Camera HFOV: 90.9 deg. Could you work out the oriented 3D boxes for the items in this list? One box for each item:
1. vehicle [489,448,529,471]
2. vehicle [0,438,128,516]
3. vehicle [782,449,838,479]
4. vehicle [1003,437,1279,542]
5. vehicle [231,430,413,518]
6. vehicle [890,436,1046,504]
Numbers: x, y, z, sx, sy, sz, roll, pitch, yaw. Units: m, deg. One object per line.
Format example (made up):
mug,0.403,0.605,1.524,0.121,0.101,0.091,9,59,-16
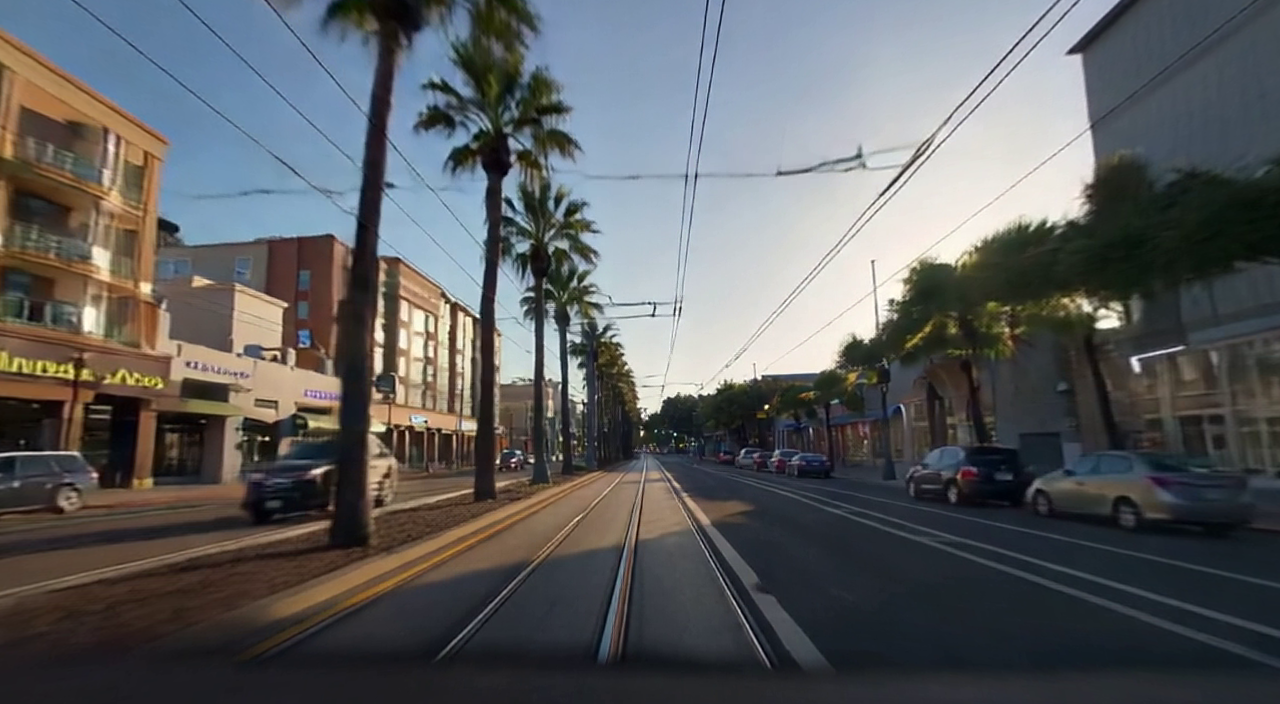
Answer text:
vehicle,-10.233,8.398,49.571,2.042,1.716,4.634,0,-9,2
vehicle,-16.022,3.109,15.895,1.971,1.818,4.851,0,-9,2
vehicle,8.890,5.876,33.300,1.733,1.468,4.326,0,-9,0
vehicle,8.660,2.283,11.164,1.816,1.488,4.102,1,-9,-3
vehicle,-7.504,2.909,15.548,2.032,1.824,4.557,0,-9,1
vehicle,8.707,3.155,17.230,1.878,1.605,4.242,0,-9,-2
